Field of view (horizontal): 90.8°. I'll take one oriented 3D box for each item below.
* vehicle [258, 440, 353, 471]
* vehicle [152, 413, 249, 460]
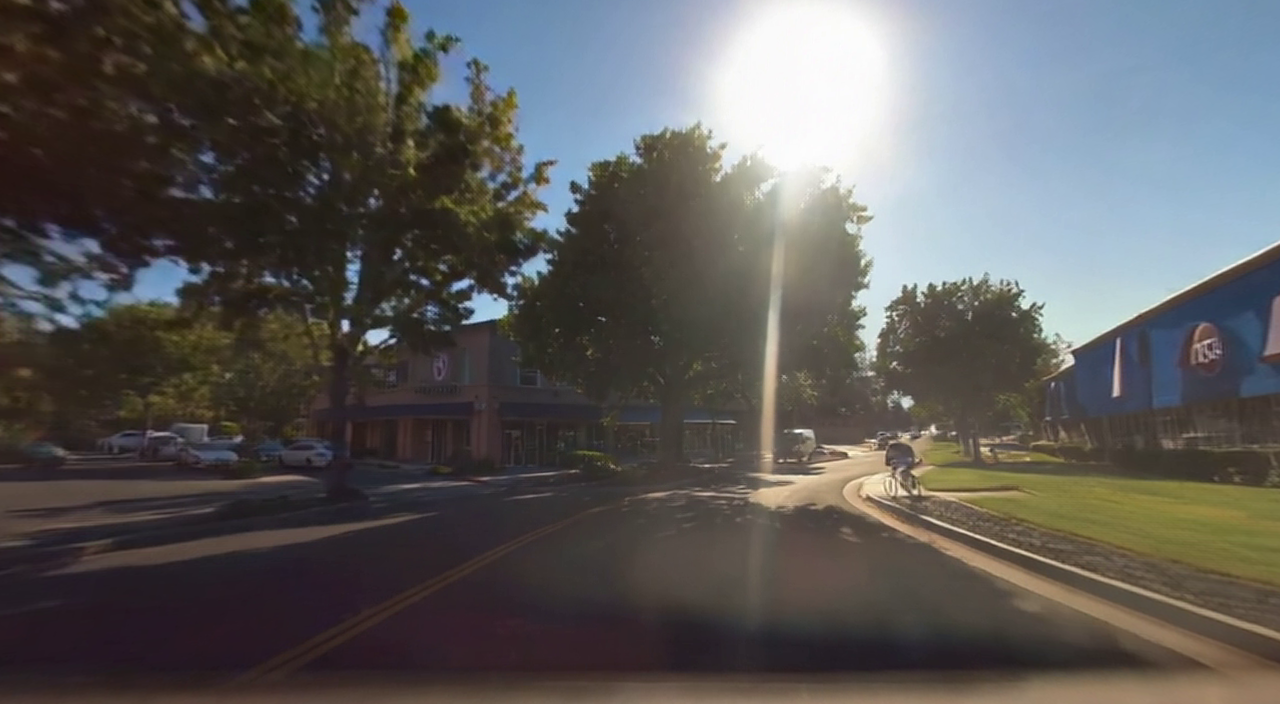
[{"bbox_3d":[-19.472,6.024,36.933,4.410,1.689,1.974,1,-9,-10],"label":"vehicle"},{"bbox_3d":[-26.906,5.293,38.983,2.576,2.597,5.438,0,-10,-8],"label":"vehicle"}]
